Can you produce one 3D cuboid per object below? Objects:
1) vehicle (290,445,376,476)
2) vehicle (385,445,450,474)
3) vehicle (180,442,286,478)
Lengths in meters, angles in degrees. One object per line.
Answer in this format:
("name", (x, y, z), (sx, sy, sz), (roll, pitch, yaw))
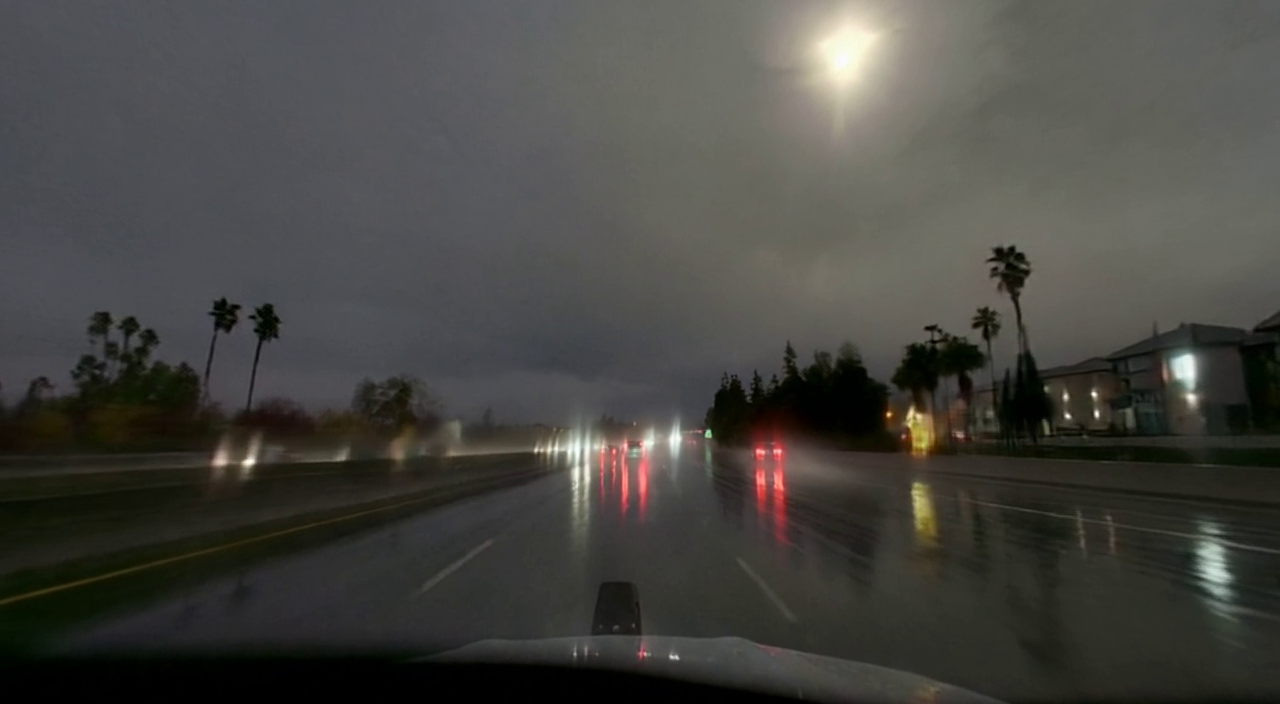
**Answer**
("vehicle", (-15.733, 5.547, 32.671), (2.018, 1.481, 4.665), (0, -8, 1))
("vehicle", (-12.259, 5.919, 35.118), (1.996, 1.475, 4.304), (0, -8, 1))
("vehicle", (-19.530, 5.159, 30.584), (2.094, 1.592, 4.528), (0, -8, 0))
